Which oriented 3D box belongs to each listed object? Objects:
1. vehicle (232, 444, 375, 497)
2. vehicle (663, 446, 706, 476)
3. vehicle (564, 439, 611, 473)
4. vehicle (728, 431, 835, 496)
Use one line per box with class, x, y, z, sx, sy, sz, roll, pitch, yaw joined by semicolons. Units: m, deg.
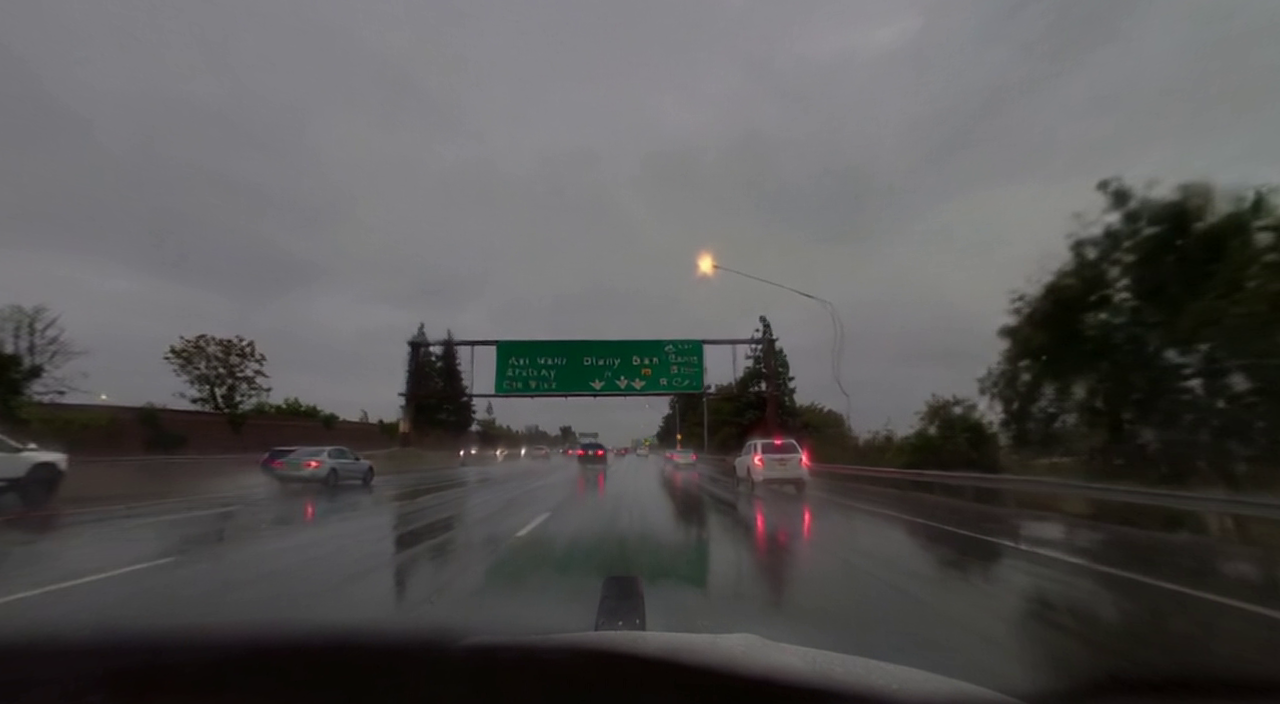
vehicle;-10.555;3.717;20.235;1.974;1.472;4.684;0;-9;0
vehicle;2.386;5.990;34.979;2.126;1.529;4.438;0;-9;1
vehicle;-3.131;6.428;39.099;2.449;1.929;5.503;0;-9;0
vehicle;4.280;3.469;19.956;2.218;1.776;4.807;0;-9;0
